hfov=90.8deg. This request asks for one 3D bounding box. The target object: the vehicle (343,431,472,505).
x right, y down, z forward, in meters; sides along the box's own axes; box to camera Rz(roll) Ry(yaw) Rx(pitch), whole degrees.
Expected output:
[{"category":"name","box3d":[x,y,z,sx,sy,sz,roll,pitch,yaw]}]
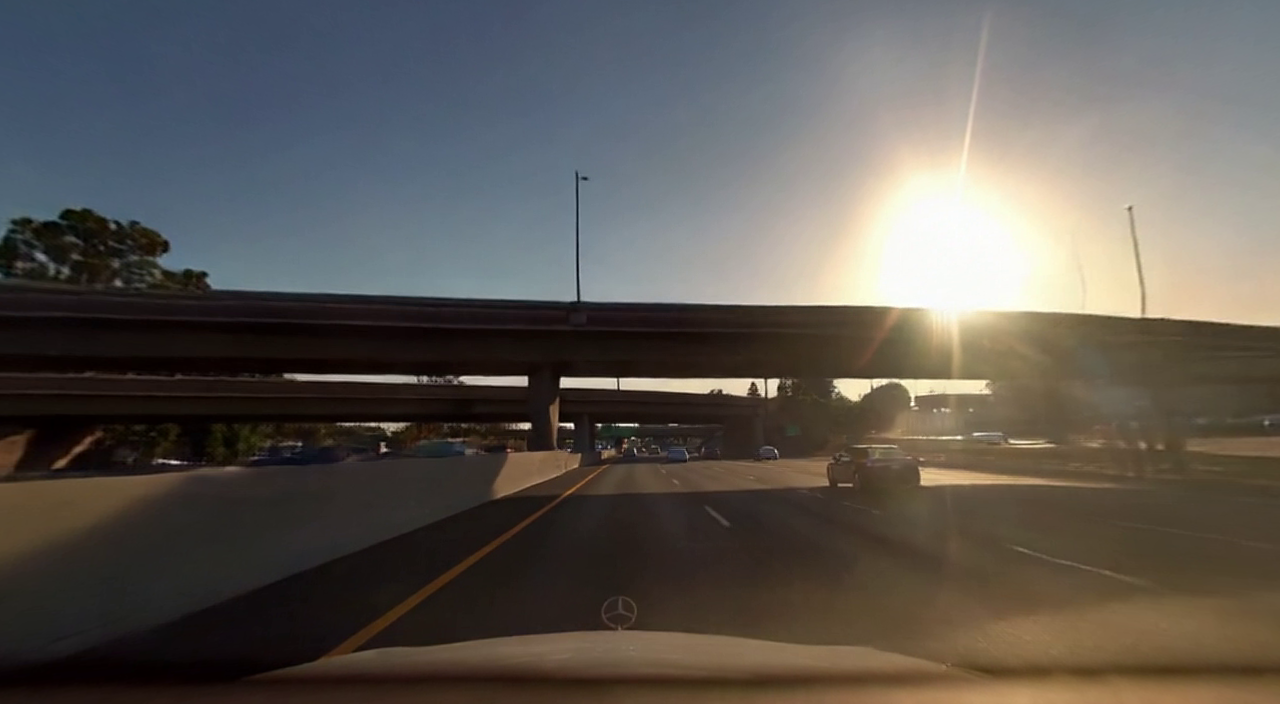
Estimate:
[{"category":"vehicle","box3d":[-6.695,3.367,18.860,2.086,1.884,4.793,0,-8,-1]}]

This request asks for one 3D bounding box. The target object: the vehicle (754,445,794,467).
[{"category":"vehicle","box3d":[9.467,7.366,44.847,1.838,1.440,4.121,0,-8,-1]}]

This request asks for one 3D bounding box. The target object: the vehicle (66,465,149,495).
[{"category":"vehicle","box3d":[-33.563,8.054,39.998,1.891,1.619,4.576,1,-9,-11]}]

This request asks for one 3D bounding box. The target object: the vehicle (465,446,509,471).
[{"category":"vehicle","box3d":[-10.510,7.310,43.704,1.974,1.641,4.245,0,-8,0]}]

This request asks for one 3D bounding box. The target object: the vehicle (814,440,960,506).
[{"category":"vehicle","box3d":[6.310,3.117,16.811,1.952,1.489,4.483,0,-8,-2]}]

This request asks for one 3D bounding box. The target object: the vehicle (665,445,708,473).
[{"category":"vehicle","box3d":[2.648,6.168,36.767,1.993,1.507,4.594,0,-8,-2]}]
